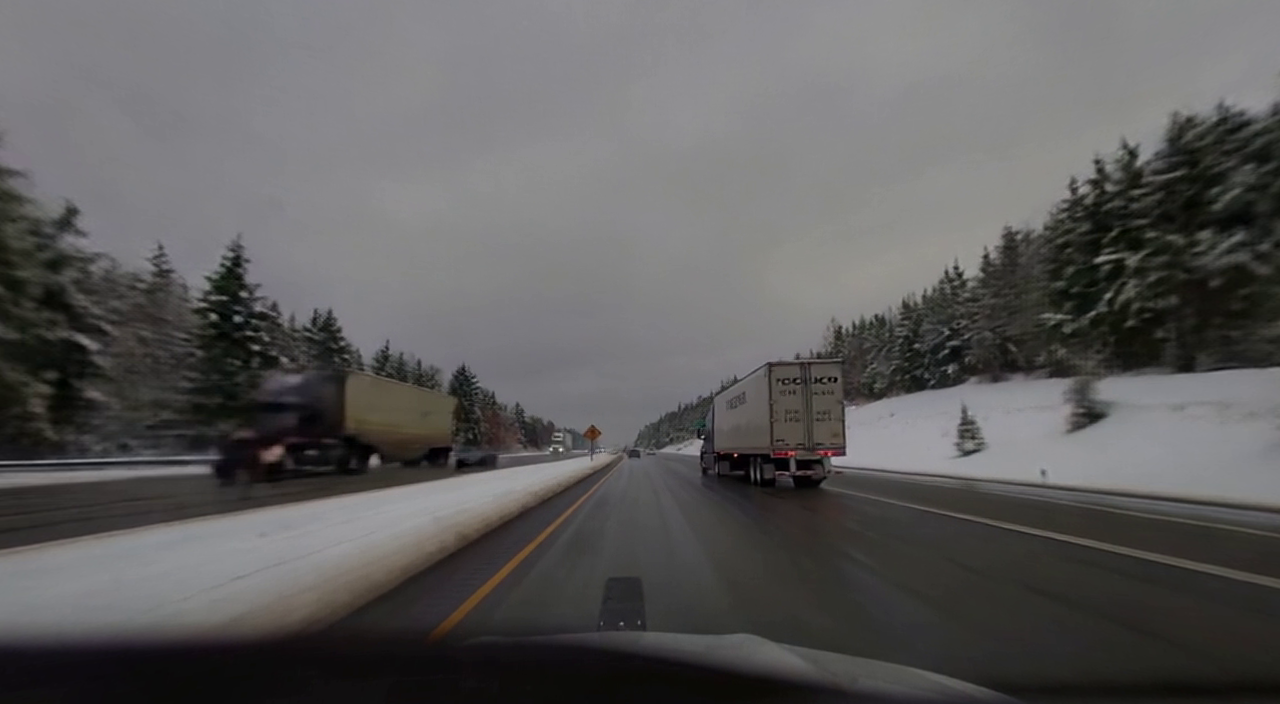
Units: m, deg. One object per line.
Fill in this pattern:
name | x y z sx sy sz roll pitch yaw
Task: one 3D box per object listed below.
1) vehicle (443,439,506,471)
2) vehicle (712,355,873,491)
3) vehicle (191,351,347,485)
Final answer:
vehicle | -8.303 5.232 31.983 2.061 1.505 3.990 0 -9 0
vehicle | 5.332 3.196 25.978 2.983 4.030 14.444 0 -9 0
vehicle | -11.831 2.161 20.372 3.293 4.054 2.389 0 -9 0
